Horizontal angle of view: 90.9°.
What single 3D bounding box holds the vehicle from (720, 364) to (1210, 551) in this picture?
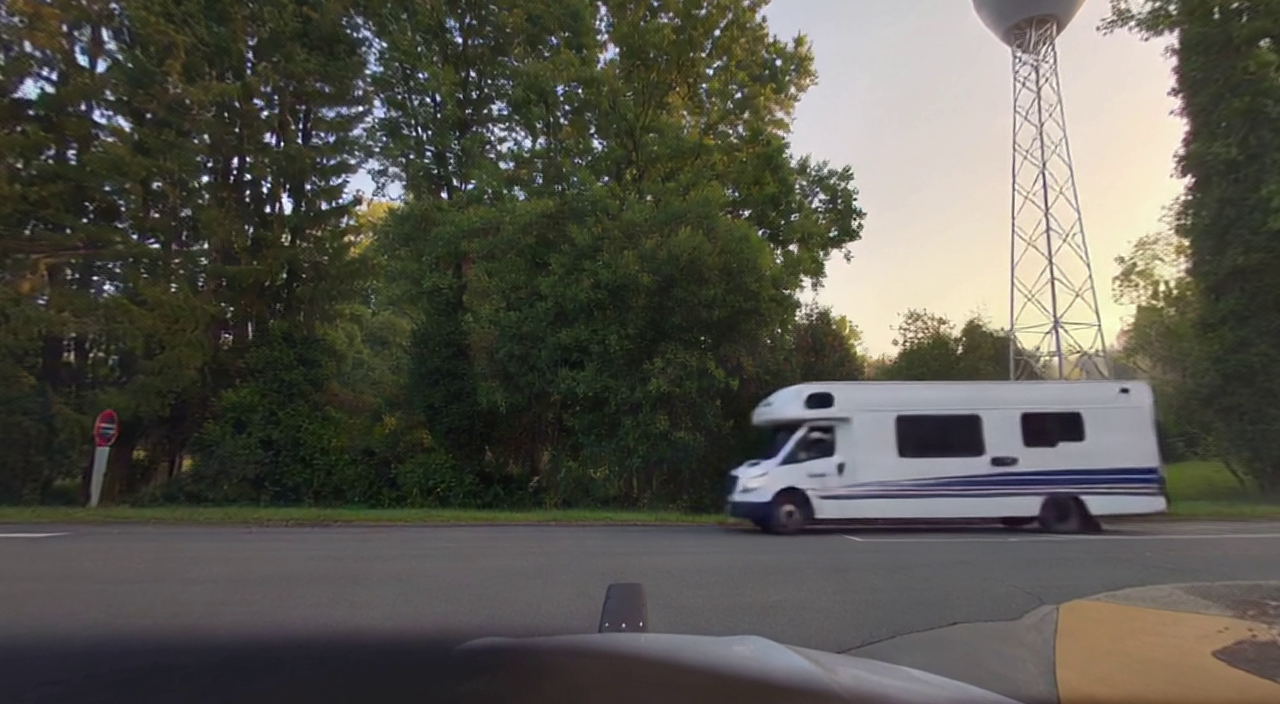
[{"bbox_3d":[5.910,2.037,12.506,8.152,3.185,2.776,0,-9,-3],"label":"vehicle"}]
